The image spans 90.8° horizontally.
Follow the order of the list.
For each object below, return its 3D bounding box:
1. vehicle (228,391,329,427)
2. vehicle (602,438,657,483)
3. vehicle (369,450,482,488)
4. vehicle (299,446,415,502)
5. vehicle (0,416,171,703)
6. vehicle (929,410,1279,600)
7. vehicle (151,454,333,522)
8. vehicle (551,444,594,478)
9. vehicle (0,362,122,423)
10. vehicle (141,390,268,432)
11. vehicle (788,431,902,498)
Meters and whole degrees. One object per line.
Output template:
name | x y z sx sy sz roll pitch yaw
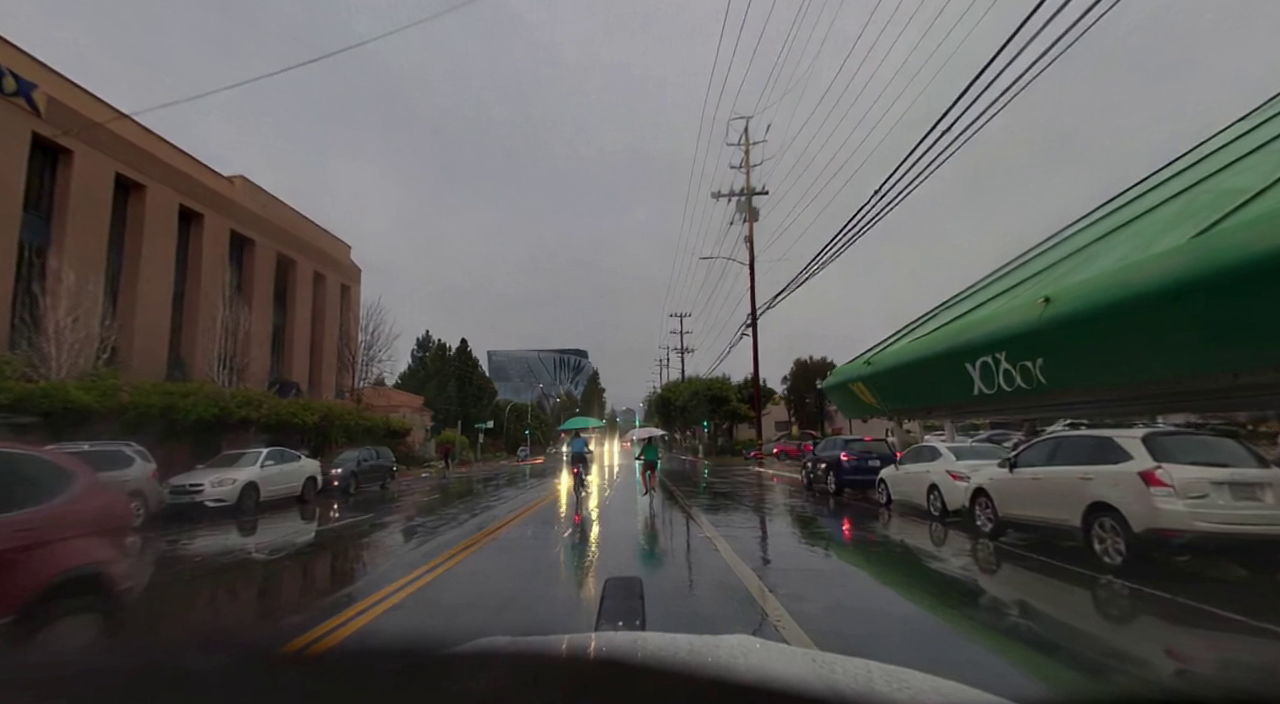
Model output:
vehicle | -17.195 2.727 30.154 3.685 1.584 1.708 1 -9 -3
vehicle | -0.422 4.629 27.262 2.190 1.783 4.048 0 -8 0
vehicle | -10.930 5.975 32.490 4.961 1.832 2.287 0 -9 1
vehicle | -10.301 4.435 23.504 2.075 1.816 4.900 0 -8 -1
vehicle | -3.988 0.891 1.756 2.059 1.519 4.351 0 -8 -1
vehicle | 5.544 1.650 7.735 1.972 1.623 4.469 0 -8 1
vehicle | -10.327 3.524 16.929 1.904 1.495 4.585 0 -8 0
vehicle | -4.186 6.838 39.964 2.184 1.954 4.898 0 -8 0
vehicle | -17.337 1.194 18.096 3.445 1.576 1.787 -1 -7 2
vehicle | -17.339 2.385 25.272 3.750 1.495 1.727 -1 -8 -2
vehicle | 5.761 3.192 18.290 1.873 1.714 3.979 0 -8 -1
